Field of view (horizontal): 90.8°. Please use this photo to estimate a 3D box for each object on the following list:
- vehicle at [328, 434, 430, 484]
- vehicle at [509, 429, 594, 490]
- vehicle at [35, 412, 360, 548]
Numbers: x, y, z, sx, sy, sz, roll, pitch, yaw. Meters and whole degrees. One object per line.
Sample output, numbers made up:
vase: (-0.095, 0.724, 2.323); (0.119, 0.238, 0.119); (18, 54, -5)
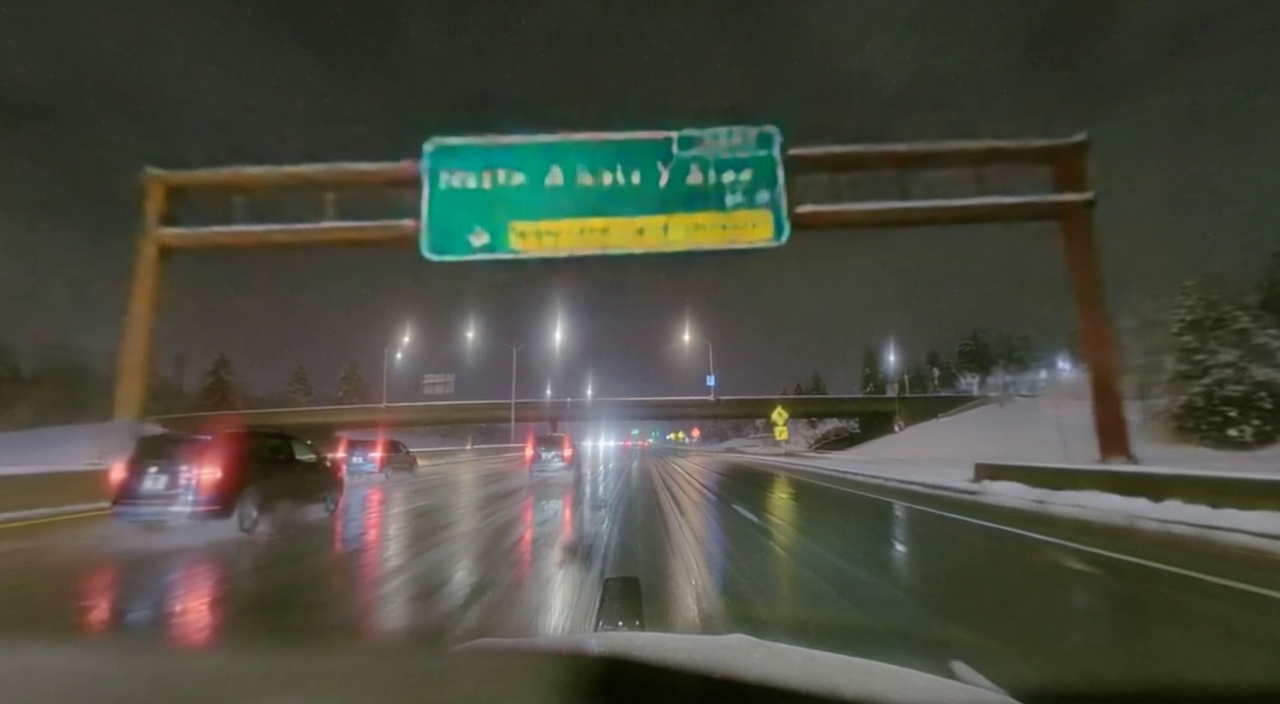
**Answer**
vehicle: (-10.143, 4.180, 25.054); (1.969, 1.759, 4.758); (0, -8, 1)
vehicle: (-2.681, 3.381, 20.202); (2.027, 1.697, 4.307); (0, -8, 1)
vehicle: (-6.892, 2.031, 10.755); (2.015, 1.762, 4.790); (0, -8, 0)
